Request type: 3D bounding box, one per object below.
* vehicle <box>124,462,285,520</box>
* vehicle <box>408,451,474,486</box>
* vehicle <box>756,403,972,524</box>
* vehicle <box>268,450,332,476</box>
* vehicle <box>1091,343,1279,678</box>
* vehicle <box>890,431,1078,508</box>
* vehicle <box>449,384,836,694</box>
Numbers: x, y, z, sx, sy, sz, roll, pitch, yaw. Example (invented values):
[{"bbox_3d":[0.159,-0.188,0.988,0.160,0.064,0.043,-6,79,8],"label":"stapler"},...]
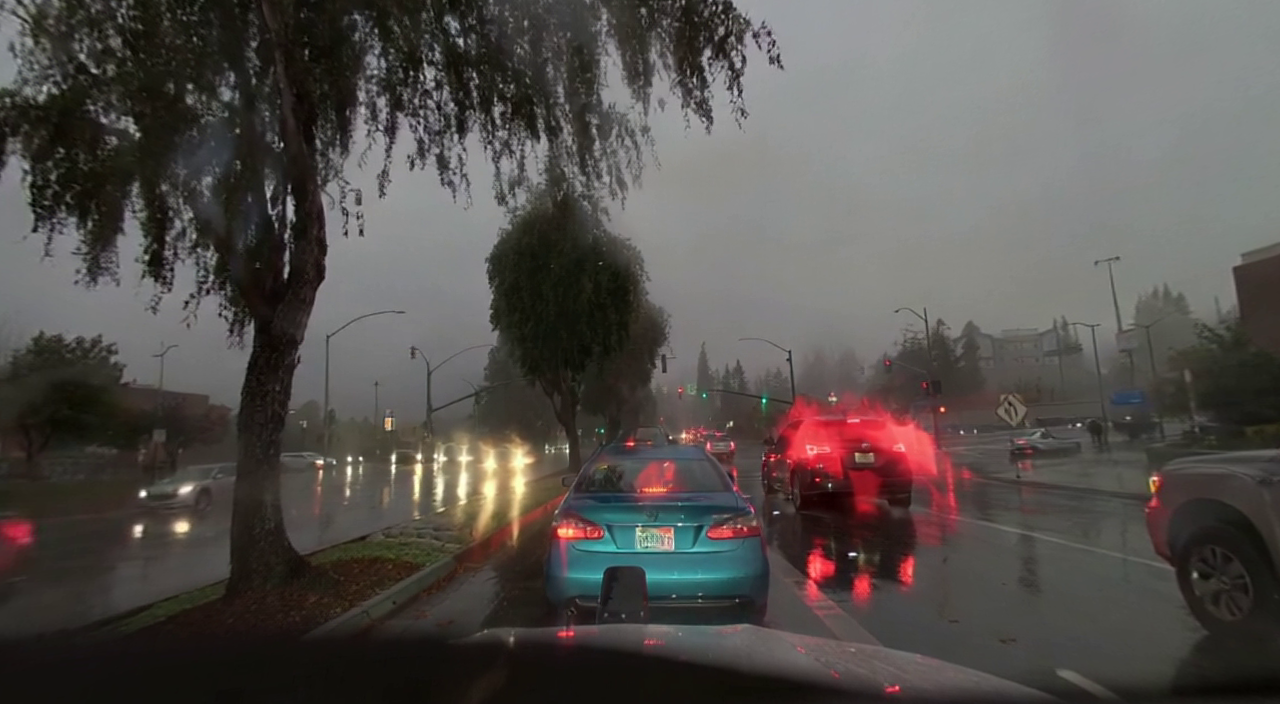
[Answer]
[{"bbox_3d":[-13.761,4.377,20.348,1.935,1.518,4.415,-1,-8,2],"label":"vehicle"},{"bbox_3d":[-9.634,5.654,30.912,1.806,1.473,4.303,-1,-8,1],"label":"vehicle"},{"bbox_3d":[4.168,2.212,13.111,2.319,1.930,5.651,0,-8,-1],"label":"vehicle"},{"bbox_3d":[-24.052,7.835,44.803,1.798,1.706,4.385,-1,-8,6],"label":"vehicle"},{"bbox_3d":[4.457,0.714,2.456,2.019,1.803,4.634,-1,-8,2],"label":"vehicle"},{"bbox_3d":[7.592,2.620,14.564,1.856,1.487,4.454,-1,-8,1],"label":"vehicle"},{"bbox_3d":[-0.018,1.311,5.521,2.116,1.677,3.948,0,-8,-1],"label":"vehicle"}]
